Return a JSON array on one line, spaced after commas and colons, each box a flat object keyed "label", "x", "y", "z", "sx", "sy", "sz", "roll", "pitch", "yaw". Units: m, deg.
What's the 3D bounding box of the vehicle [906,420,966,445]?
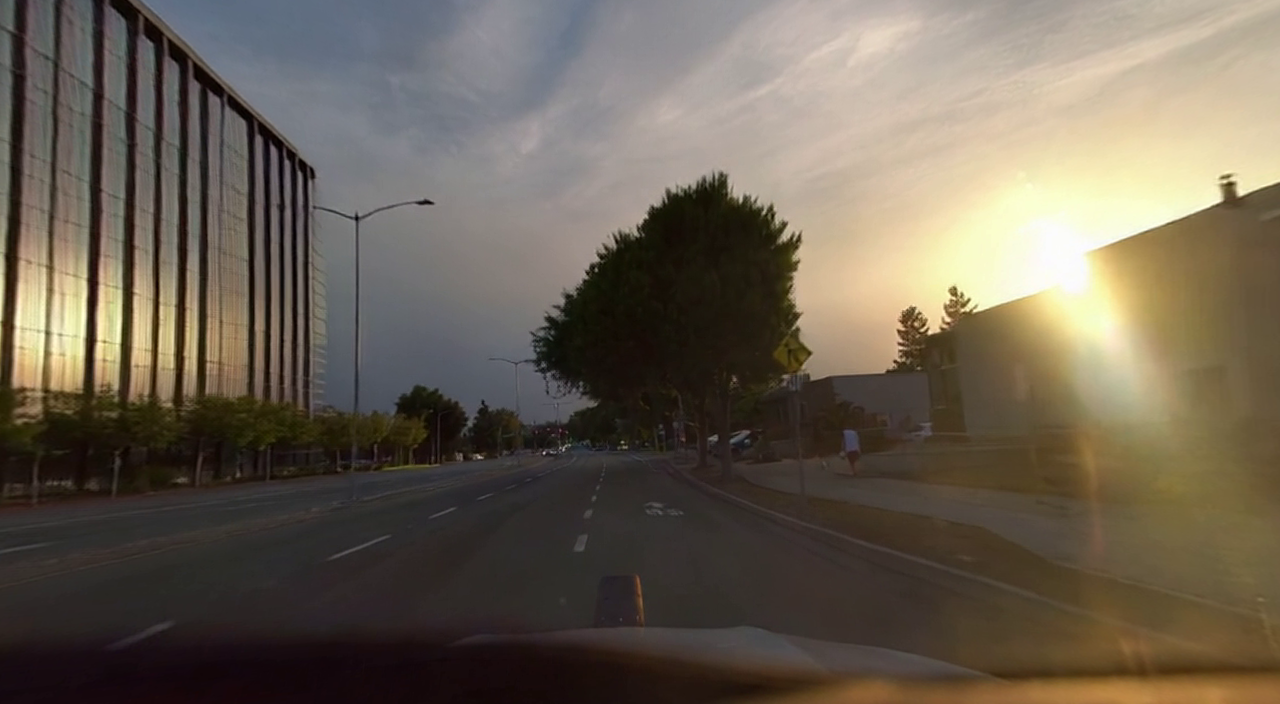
[{"label": "vehicle", "x": 19.411, "y": 5.353, "z": 41.655, "sx": 1.890, "sy": 1.492, "sz": 4.494, "roll": 0, "pitch": -8, "yaw": 1}]

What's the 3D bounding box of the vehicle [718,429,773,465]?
[{"label": "vehicle", "x": 6.035, "y": 5.535, "z": 36.857, "sx": 2.160, "sy": 1.944, "sz": 5.086, "roll": 0, "pitch": -9, "yaw": -2}]

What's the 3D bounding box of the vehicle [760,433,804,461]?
[{"label": "vehicle", "x": 8.364, "y": 5.641, "z": 37.511, "sx": 1.842, "sy": 1.535, "sz": 3.638, "roll": 0, "pitch": -9, "yaw": 2}]
